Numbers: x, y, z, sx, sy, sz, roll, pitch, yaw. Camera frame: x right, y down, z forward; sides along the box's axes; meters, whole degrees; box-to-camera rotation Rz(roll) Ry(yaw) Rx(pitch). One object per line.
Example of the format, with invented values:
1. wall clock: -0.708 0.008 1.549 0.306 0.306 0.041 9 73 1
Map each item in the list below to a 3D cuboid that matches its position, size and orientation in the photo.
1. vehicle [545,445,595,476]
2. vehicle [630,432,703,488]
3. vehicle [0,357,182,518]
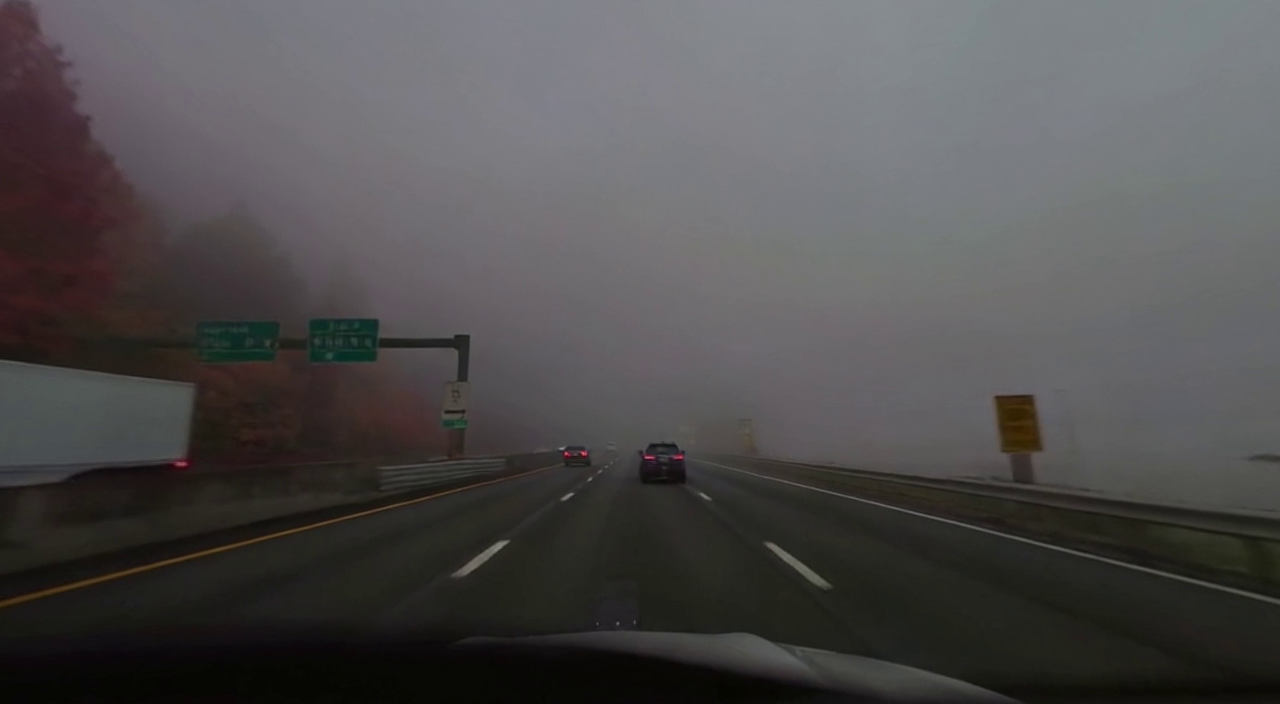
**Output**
1. vehicle: -3.417 5.423 31.432 2.037 1.418 3.793 0 -9 1
2. vehicle: 0.805 3.686 21.626 2.250 1.718 4.358 0 -9 0
3. vehicle: -17.446 1.990 14.625 2.907 3.969 14.102 0 -9 0
